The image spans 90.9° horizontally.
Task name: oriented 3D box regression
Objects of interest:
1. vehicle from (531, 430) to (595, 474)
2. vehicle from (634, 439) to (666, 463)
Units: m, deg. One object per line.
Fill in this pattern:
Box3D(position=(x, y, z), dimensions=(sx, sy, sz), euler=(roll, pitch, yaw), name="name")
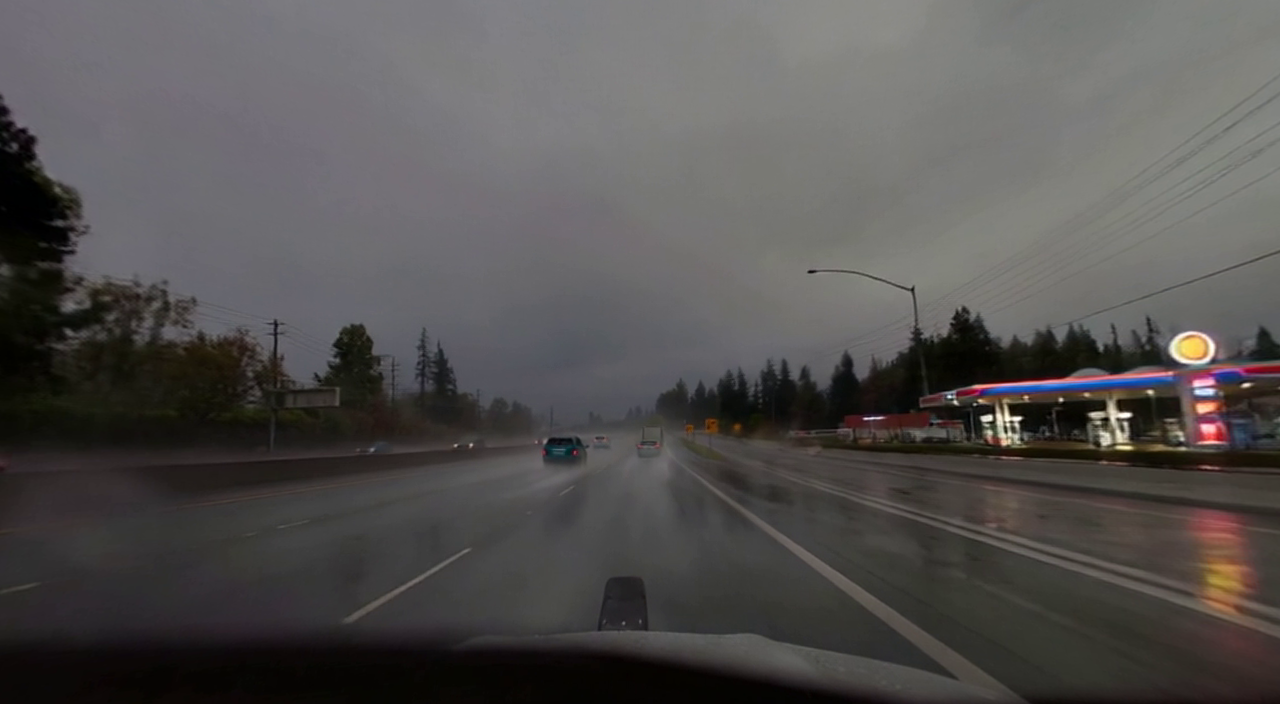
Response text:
Box3D(position=(-3.479, 4.675, 29.618), dimensions=(2.273, 1.884, 4.515), euler=(0, -9, 2), name="vehicle")
Box3D(position=(0.597, 6.515, 41.577), dimensions=(1.982, 1.524, 3.800), euler=(0, -9, -1), name="vehicle")
